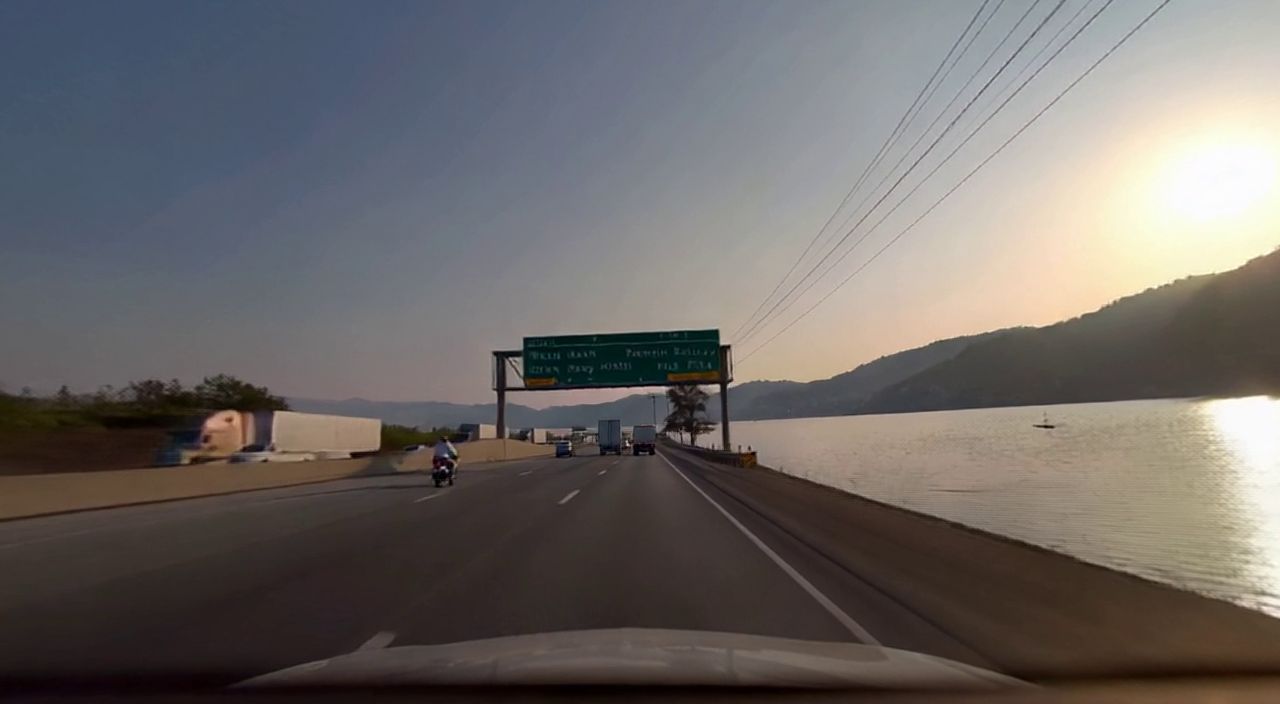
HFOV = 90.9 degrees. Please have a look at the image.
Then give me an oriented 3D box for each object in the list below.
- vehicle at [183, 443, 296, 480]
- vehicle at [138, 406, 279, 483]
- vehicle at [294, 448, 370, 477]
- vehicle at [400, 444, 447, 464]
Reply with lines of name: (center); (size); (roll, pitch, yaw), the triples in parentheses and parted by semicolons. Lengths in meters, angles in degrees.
vehicle: (-20.835, 5.697, 33.191); (2.160, 1.758, 5.659); (0, -8, 1)
vehicle: (-24.713, 5.377, 36.705); (3.028, 4.023, 7.008); (0, -8, 1)
vehicle: (-17.073, 6.114, 35.225); (1.913, 1.453, 4.489); (0, -8, 1)
vehicle: (-16.818, 7.934, 49.275); (1.936, 1.528, 4.637); (0, -8, 1)
